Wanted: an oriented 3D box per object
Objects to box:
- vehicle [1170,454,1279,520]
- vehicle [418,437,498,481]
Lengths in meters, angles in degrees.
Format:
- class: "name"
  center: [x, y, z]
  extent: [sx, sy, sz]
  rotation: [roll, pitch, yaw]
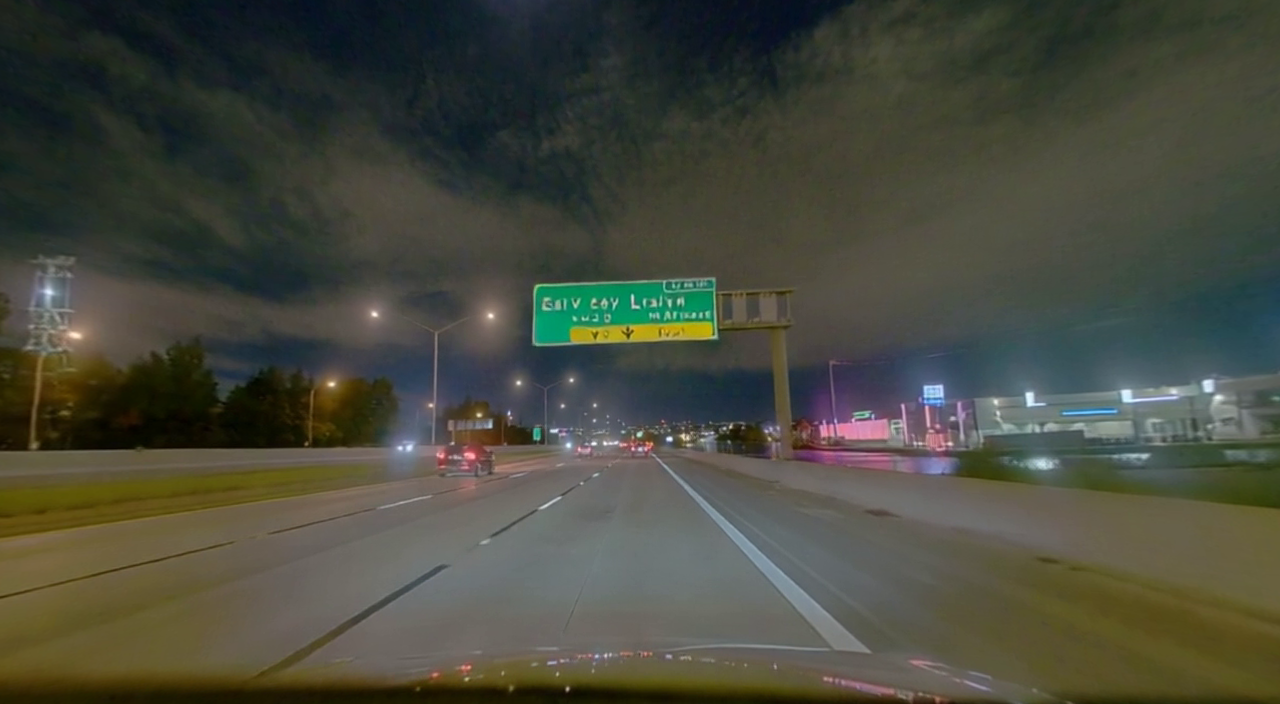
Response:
- class: "vehicle"
  center: [19.980, 4.183, 19.782]
  extent: [4.533, 1.883, 2.245]
  rotation: [-1, -9, 4]
- class: "vehicle"
  center: [-7.179, 4.237, 25.282]
  extent: [1.946, 1.590, 4.042]
  rotation: [0, -9, 1]
